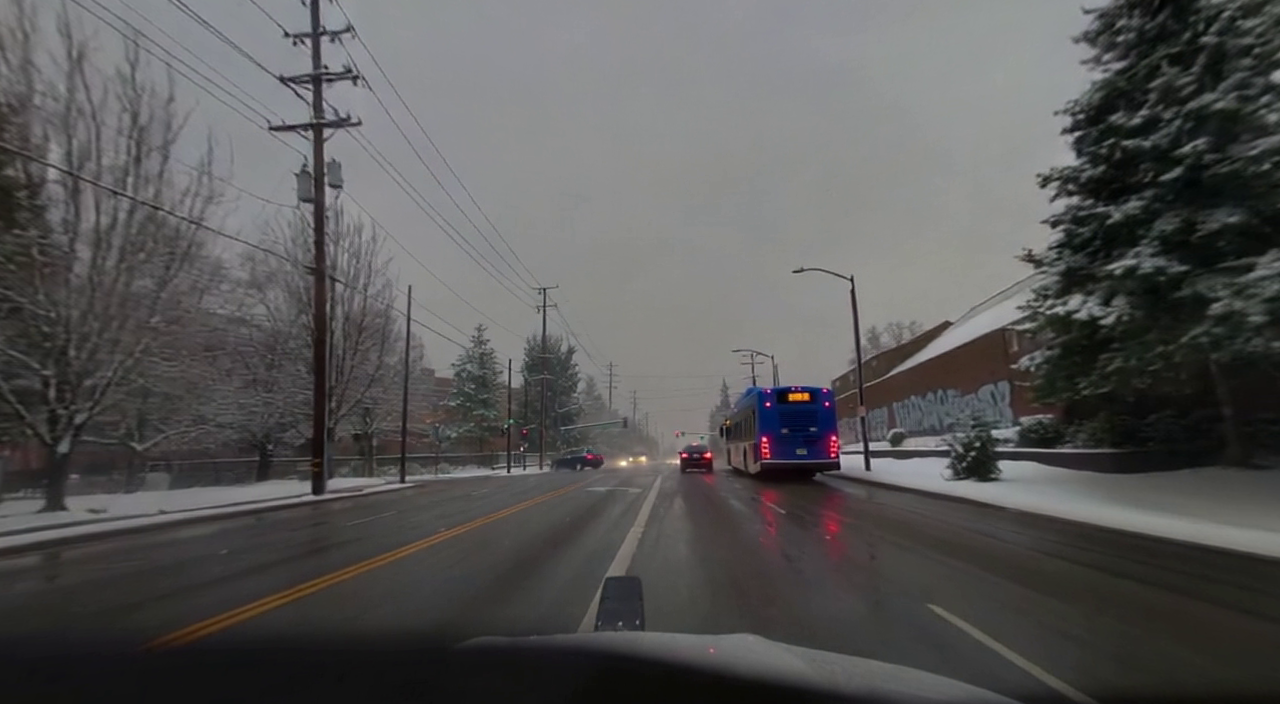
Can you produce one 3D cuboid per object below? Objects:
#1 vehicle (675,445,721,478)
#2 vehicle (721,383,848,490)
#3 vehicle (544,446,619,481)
[{"bbox_3d":[2.739,5.246,30.629,1.961,1.470,4.196,-1,-8,2],"label":"vehicle"},{"bbox_3d":[5.470,3.663,26.774,3.045,3.447,12.604,-1,-9,3],"label":"vehicle"},{"bbox_3d":[-2.954,5.412,31.008,2.018,1.544,4.420,4,-10,-29],"label":"vehicle"}]
